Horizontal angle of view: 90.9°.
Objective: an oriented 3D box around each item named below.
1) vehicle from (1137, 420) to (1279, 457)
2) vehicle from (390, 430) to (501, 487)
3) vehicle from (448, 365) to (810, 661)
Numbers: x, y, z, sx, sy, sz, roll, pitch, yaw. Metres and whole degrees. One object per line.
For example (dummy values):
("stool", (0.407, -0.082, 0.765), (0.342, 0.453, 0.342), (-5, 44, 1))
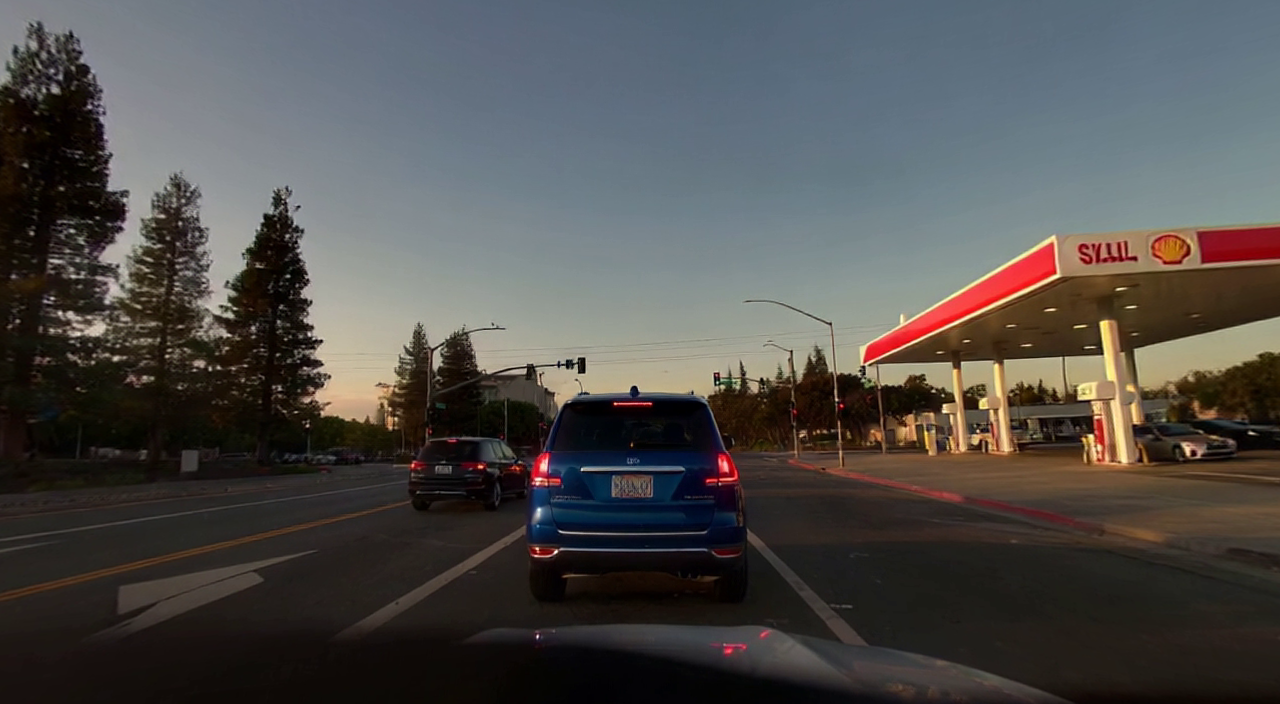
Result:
("vehicle", (25.933, 3.967, 28.782), (4.551, 1.616, 1.973), (-2, -9, 11))
("vehicle", (-6.651, 3.704, 22.191), (2.065, 1.753, 4.525), (-1, -9, 6))
("vehicle", (0.012, 1.314, 6.137), (2.236, 1.819, 4.291), (-1, -9, 3))
